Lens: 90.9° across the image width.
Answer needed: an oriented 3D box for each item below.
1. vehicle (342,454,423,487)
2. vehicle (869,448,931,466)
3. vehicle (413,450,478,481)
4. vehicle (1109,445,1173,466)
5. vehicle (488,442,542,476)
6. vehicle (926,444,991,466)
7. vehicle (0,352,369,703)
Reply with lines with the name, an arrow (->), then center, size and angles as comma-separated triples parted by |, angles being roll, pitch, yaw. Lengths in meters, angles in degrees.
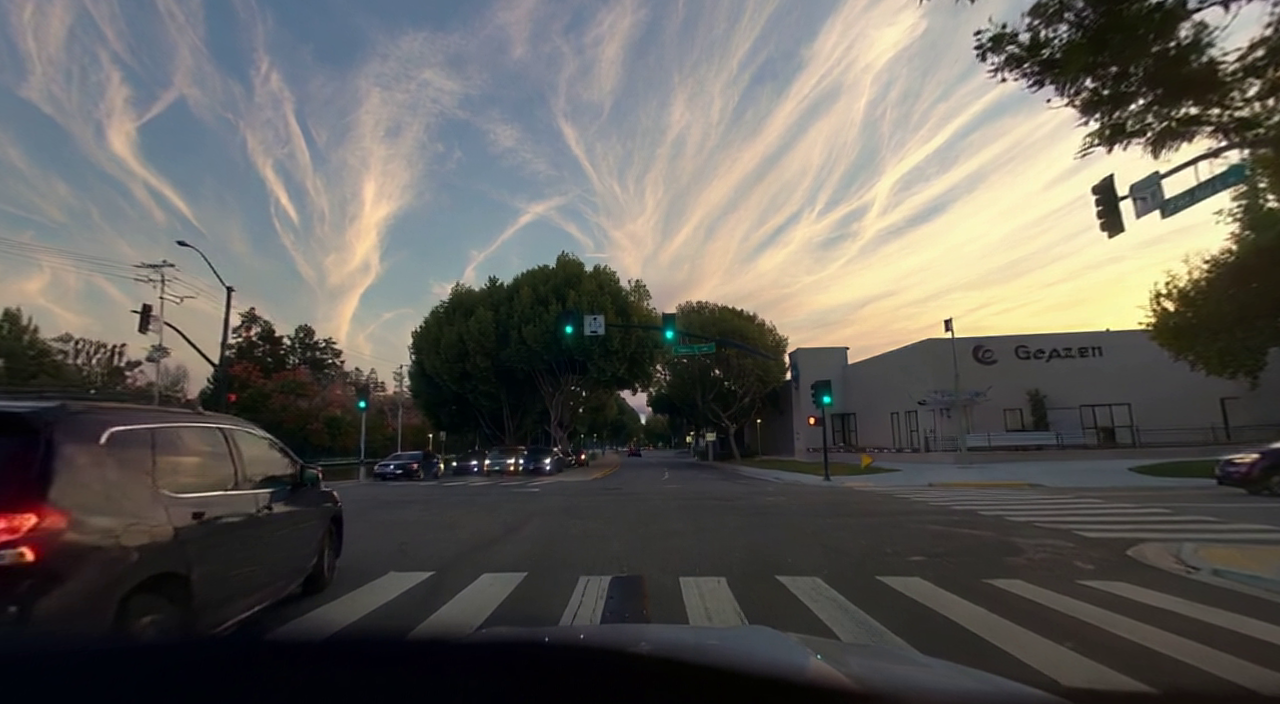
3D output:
vehicle -> -13.126, 6.045, 32.484 | 2.011, 1.480, 4.747 | 0, -8, 3
vehicle -> 20.503, 8.253, 49.768 | 4.120, 1.340, 1.654 | -1, -8, 4
vehicle -> -10.633, 6.202, 34.854 | 2.041, 1.548, 4.868 | 0, -8, 0
vehicle -> 38.485, 7.943, 48.573 | 1.837, 1.514, 4.786 | -2, -9, 13
vehicle -> -7.163, 6.158, 36.618 | 2.081, 1.818, 4.782 | 0, -8, 1
vehicle -> 21.476, 6.959, 42.512 | 3.576, 1.425, 1.702 | 2, -9, -12
vehicle -> -3.884, 1.207, 4.874 | 2.000, 1.789, 4.638 | 1, -8, -7
